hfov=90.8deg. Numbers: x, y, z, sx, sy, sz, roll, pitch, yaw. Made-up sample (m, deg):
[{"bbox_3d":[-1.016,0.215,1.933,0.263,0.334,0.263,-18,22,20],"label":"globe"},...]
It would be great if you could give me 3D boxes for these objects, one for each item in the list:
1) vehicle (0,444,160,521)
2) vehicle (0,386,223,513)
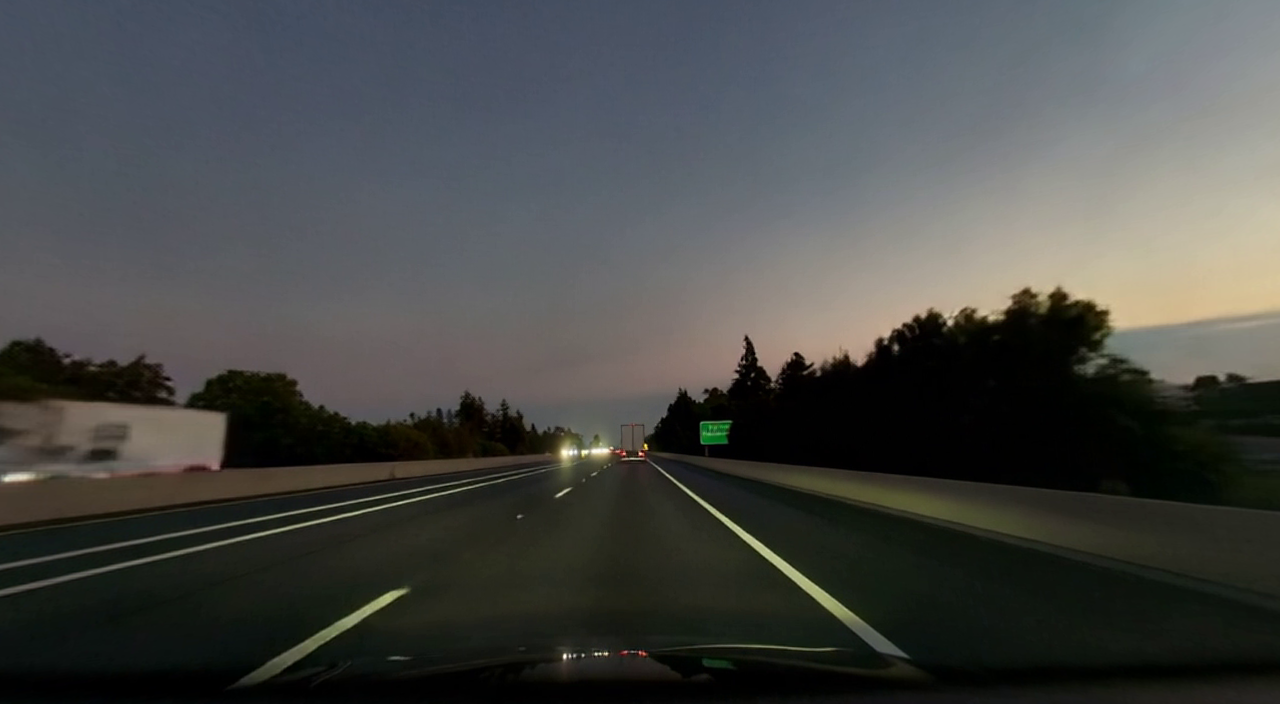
[{"bbox_3d":[-13.470,2.864,14.328,1.893,1.486,4.135,0,-9,-1],"label":"vehicle"},{"bbox_3d":[-17.494,3.130,20.374,2.698,3.285,7.761,0,-9,-1],"label":"vehicle"}]
